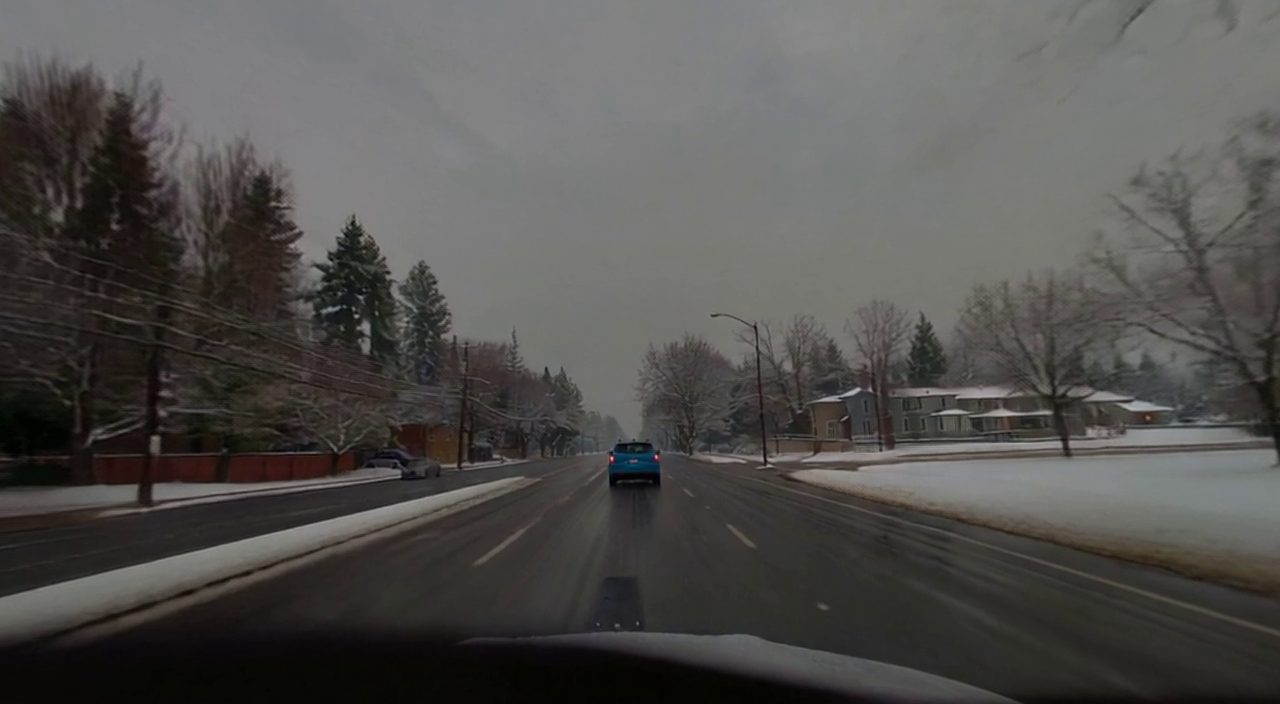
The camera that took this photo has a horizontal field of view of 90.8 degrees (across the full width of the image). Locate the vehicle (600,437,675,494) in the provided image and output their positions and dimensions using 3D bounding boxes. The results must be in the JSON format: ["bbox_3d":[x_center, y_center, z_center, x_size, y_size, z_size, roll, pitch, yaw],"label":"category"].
[{"bbox_3d":[-0.113,3.625,20.523,2.181,1.639,4.127,0,-9,-1],"label":"vehicle"}]

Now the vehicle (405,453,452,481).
[{"bbox_3d":[-13.989,7.581,42.009,1.900,1.596,4.142,-3,-8,-3],"label":"vehicle"}]
